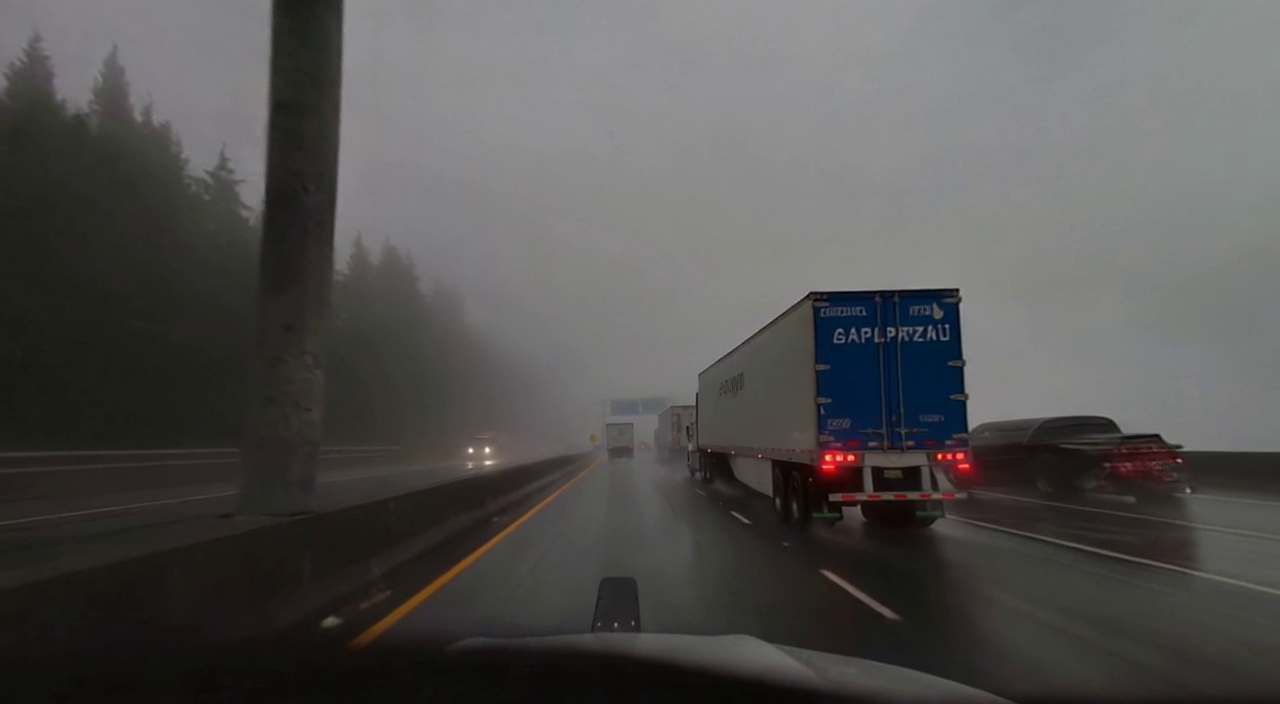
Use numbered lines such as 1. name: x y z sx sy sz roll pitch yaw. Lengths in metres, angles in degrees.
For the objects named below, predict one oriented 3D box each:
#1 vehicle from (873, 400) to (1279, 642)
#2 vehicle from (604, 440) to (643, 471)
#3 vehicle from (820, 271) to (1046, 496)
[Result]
1. vehicle: 4.571 1.344 6.052 4.253 1.543 2.045 4 -9 -30
2. vehicle: -0.879 5.376 32.937 1.943 1.491 3.459 0 -8 -2
3. vehicle: 4.244 0.527 9.577 2.244 3.047 2.035 0 -8 -2
